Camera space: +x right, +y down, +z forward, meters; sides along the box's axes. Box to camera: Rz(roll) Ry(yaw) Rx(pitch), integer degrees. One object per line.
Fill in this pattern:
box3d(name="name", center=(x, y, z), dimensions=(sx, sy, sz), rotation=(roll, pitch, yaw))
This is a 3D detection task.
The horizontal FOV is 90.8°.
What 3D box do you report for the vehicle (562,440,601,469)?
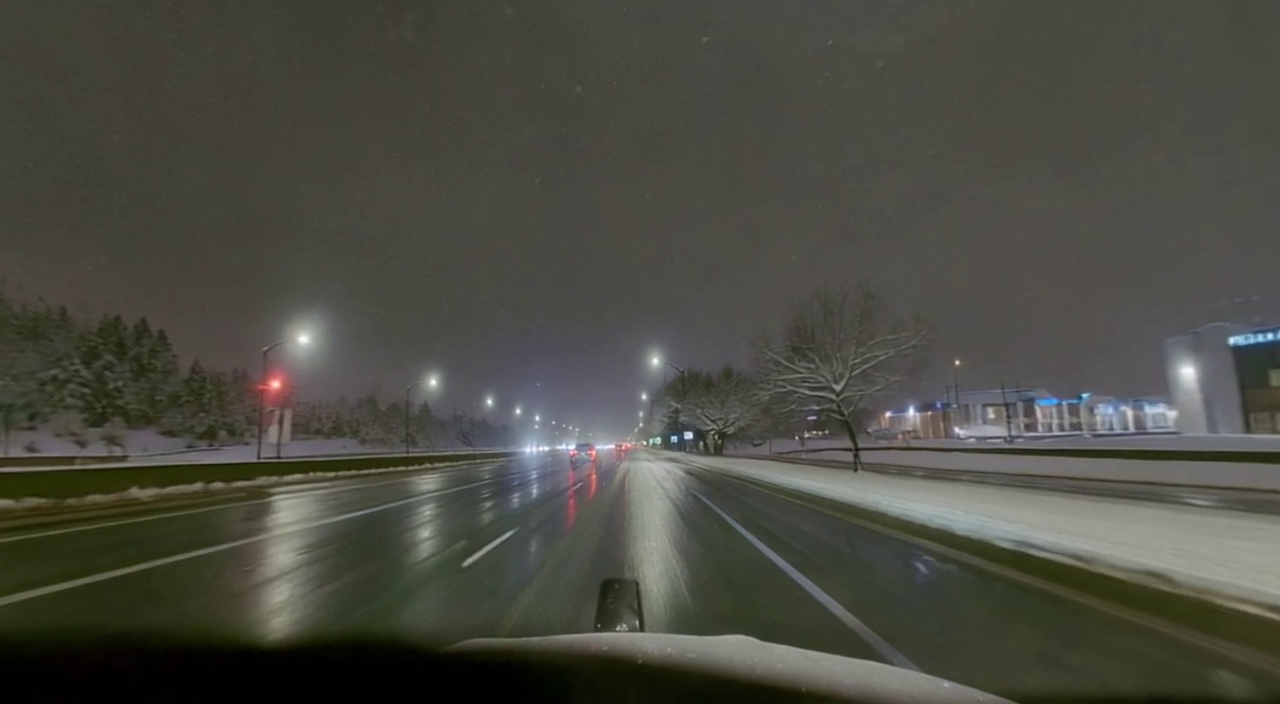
box3d(name="vehicle", center=(-3.829, 6.836, 42.359), dimensions=(2.150, 1.761, 4.697), rotation=(0, -8, 0))
